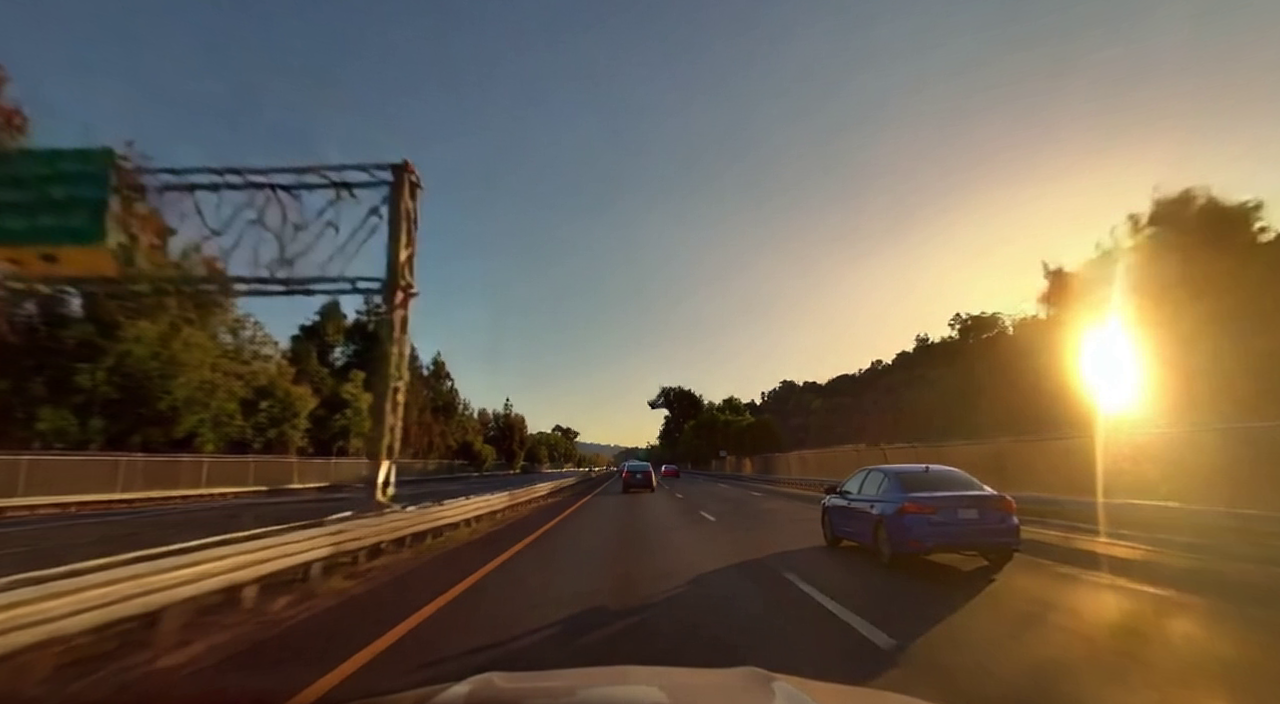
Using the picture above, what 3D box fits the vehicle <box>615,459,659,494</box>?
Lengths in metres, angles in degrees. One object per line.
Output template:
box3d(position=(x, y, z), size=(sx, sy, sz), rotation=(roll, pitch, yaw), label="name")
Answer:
box3d(position=(-0.138, 6.205, 31.517), size=(2.037, 1.605, 3.833), rotation=(1, -11, 0), label="vehicle")

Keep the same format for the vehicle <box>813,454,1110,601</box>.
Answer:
box3d(position=(3.967, 2.239, 8.744), size=(1.938, 1.494, 4.032), rotation=(1, -11, -1), label="vehicle")
